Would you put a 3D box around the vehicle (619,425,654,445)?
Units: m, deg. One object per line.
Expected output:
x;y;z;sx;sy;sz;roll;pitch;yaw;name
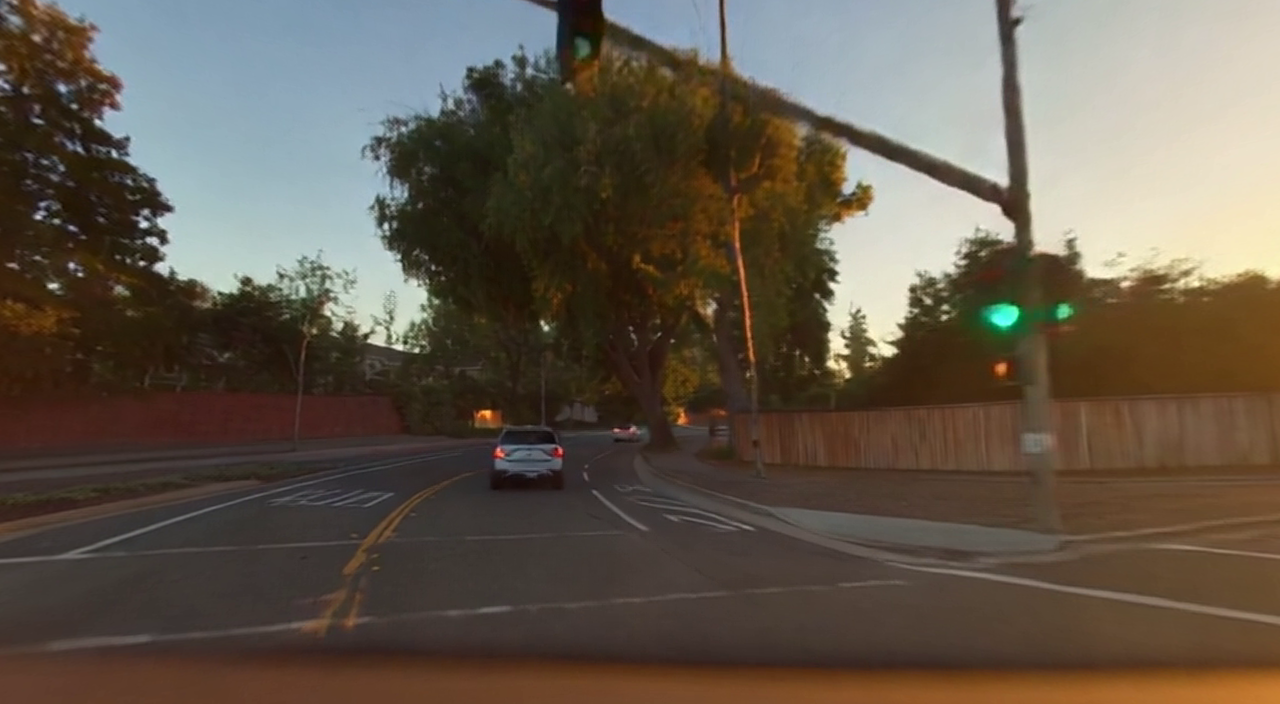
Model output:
-0.201;6.383;48.332;1.929;1.476;4.655;-1;-8;9;vehicle

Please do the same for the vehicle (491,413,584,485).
-2.824;2.794;18.524;2.230;1.827;4.580;1;-8;-4;vehicle
